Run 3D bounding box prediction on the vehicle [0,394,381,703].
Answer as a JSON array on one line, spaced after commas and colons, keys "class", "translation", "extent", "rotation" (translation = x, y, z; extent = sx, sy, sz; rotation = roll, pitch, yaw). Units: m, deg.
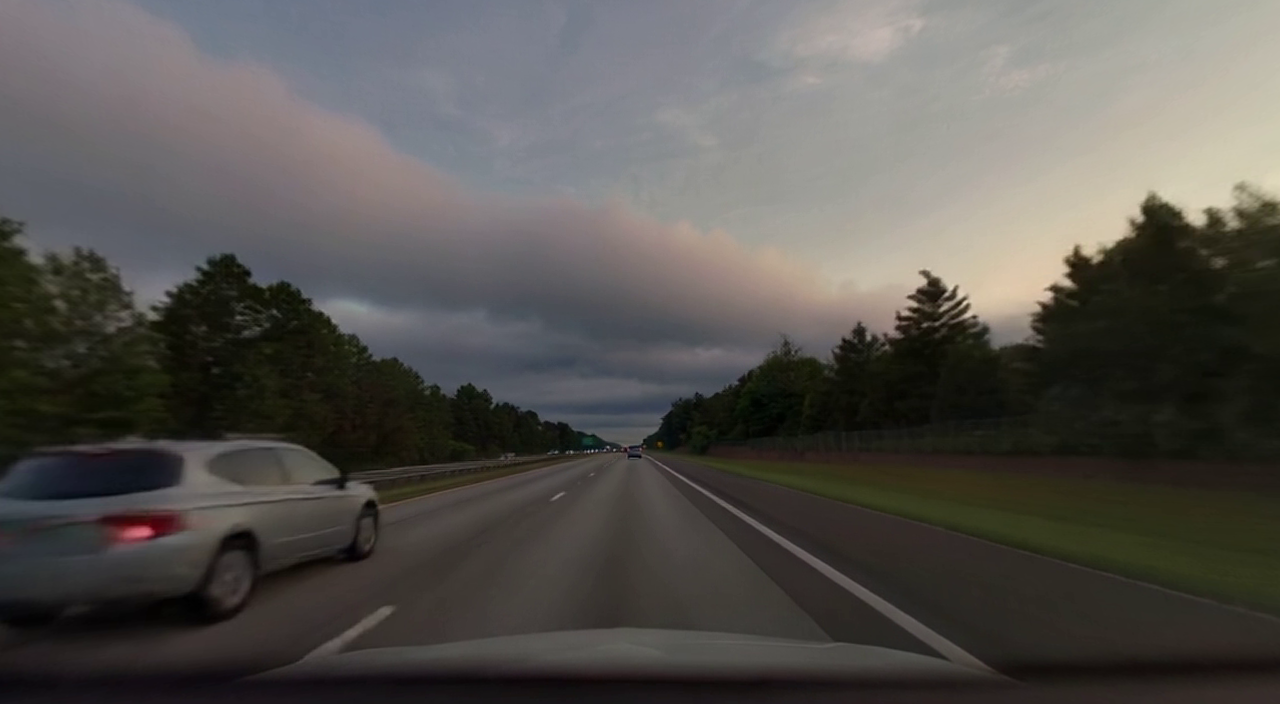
[{"class": "vehicle", "translation": [-4.121, 1.338, 5.148], "extent": [1.958, 1.587, 4.801], "rotation": [0, -9, 0]}]
